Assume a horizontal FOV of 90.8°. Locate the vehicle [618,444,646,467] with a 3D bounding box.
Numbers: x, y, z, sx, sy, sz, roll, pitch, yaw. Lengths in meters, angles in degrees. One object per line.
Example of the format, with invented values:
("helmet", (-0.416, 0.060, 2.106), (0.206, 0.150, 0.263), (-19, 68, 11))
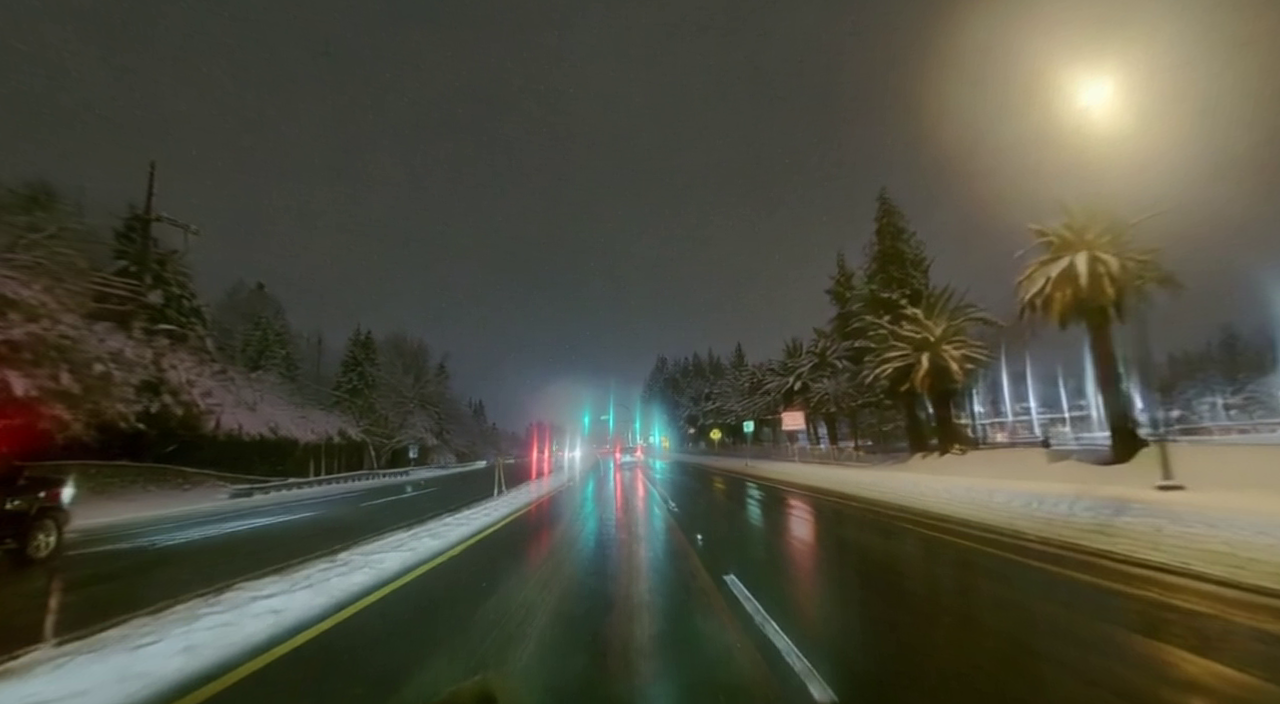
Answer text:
("vehicle", (-0.629, 7.897, 48.468), (2.001, 1.688, 4.128), (0, -8, -1))
